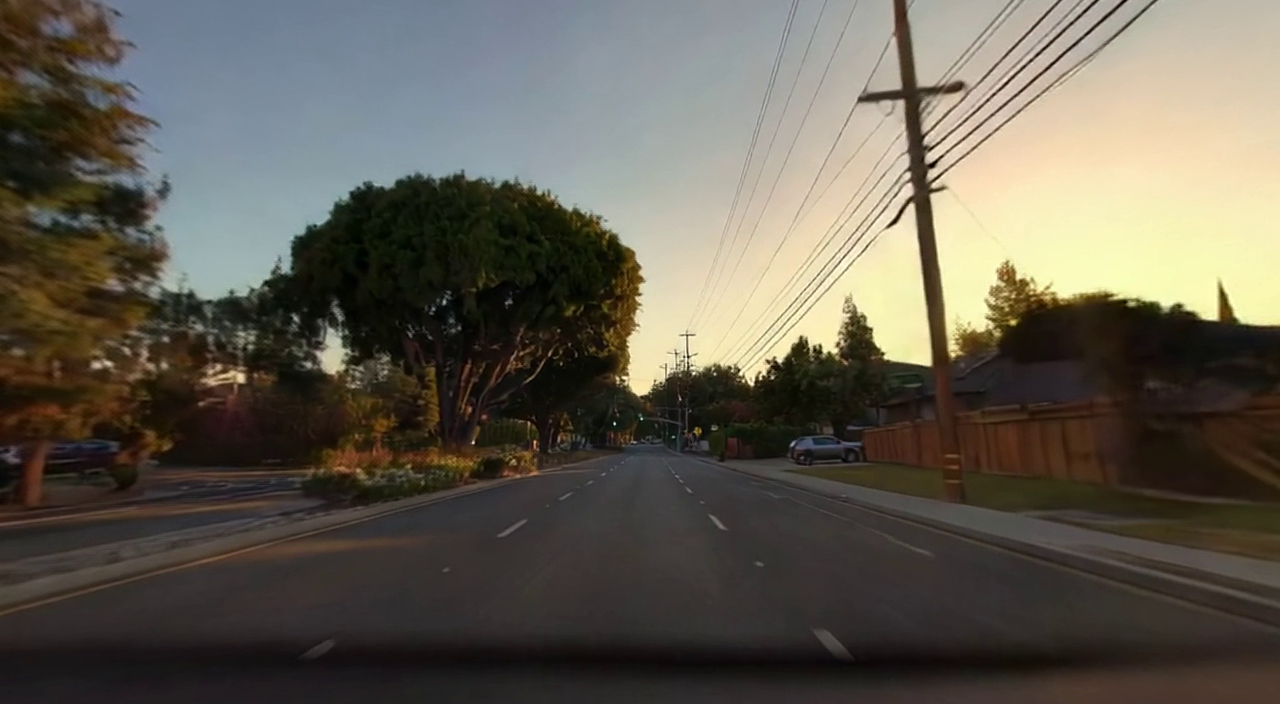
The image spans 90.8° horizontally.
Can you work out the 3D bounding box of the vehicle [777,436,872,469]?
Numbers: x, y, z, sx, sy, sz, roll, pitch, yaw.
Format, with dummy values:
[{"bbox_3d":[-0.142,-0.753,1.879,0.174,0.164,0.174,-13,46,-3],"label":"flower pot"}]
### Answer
[{"bbox_3d":[9.778,5.350,33.695,4.387,1.680,1.958,1,-9,-4],"label":"vehicle"}]
